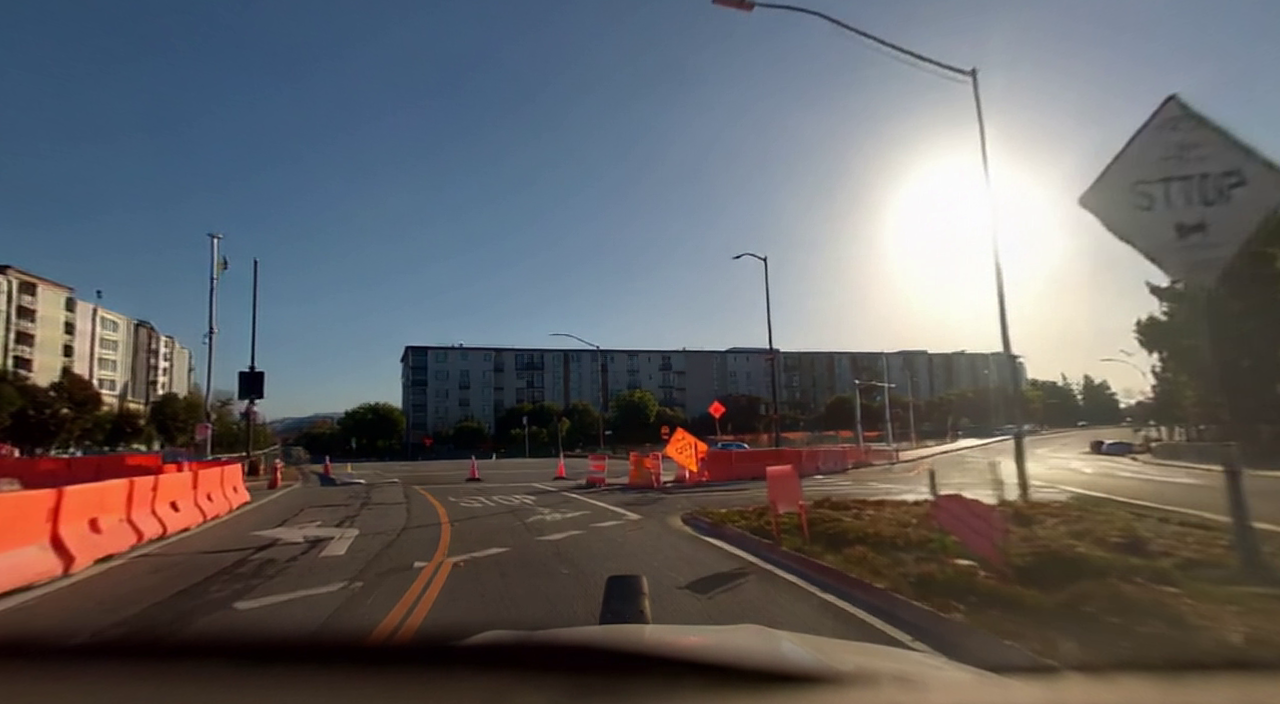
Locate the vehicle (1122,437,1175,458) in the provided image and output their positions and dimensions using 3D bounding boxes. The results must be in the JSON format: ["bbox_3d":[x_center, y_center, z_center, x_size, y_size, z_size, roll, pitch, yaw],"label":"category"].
[{"bbox_3d":[36.741,6.939,45.660,1.917,1.466,4.422,-4,-10,25],"label":"vehicle"}]

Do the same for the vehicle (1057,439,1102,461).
[{"bbox_3d":[33.936,7.577,48.787,2.023,1.567,4.283,-4,-10,24],"label":"vehicle"}]
